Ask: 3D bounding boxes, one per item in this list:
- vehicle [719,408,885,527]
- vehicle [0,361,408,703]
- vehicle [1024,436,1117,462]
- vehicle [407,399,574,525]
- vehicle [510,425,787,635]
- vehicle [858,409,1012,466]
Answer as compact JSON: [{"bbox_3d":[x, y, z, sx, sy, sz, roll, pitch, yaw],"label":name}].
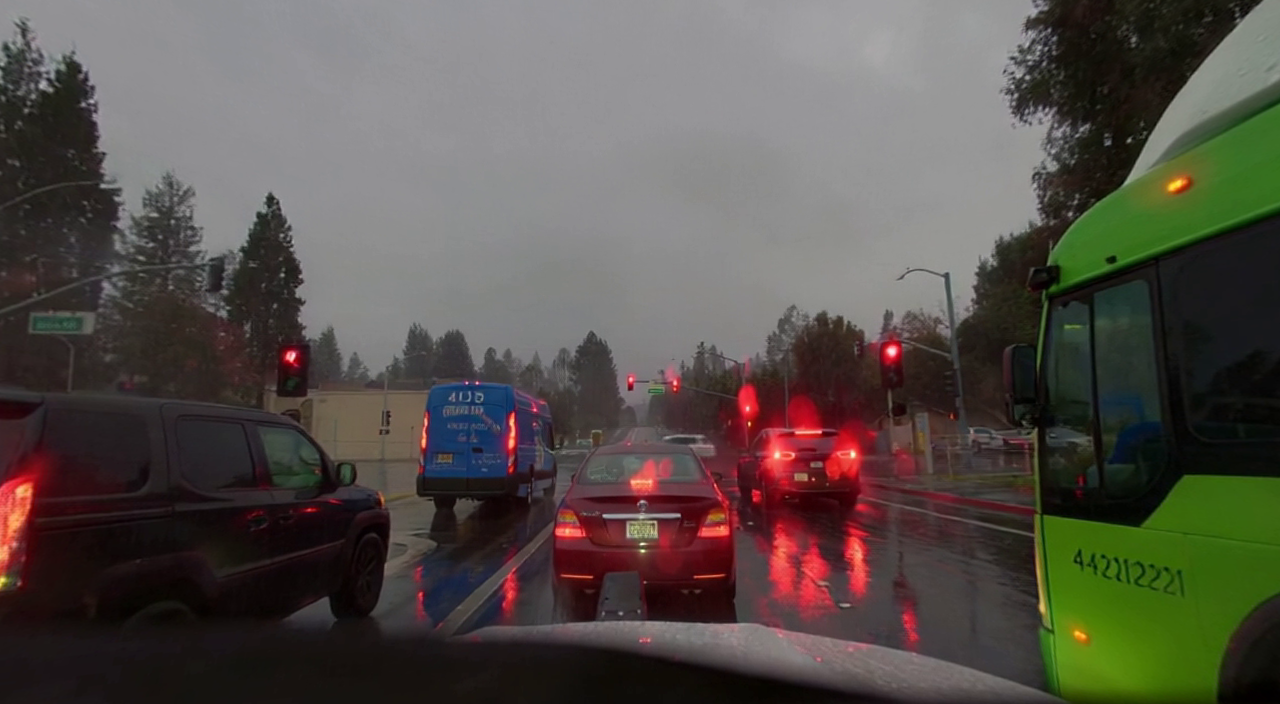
[{"bbox_3d":[3.143,2.403,13.678,2.143,2.036,5.367,0,-8,0],"label":"vehicle"},{"bbox_3d":[-3.419,1.178,4.625,1.921,1.701,3.989,0,-8,-1],"label":"vehicle"},{"bbox_3d":[25.832,5.831,38.005,4.229,1.489,1.794,0,-8,-1],"label":"vehicle"},{"bbox_3d":[-2.947,2.352,13.956,2.335,2.221,5.165,0,-8,1],"label":"vehicle"},{"bbox_3d":[0.055,1.550,6.412,1.976,1.485,3.624,0,-8,0],"label":"vehicle"},{"bbox_3d":[17.564,5.138,37.934,7.839,3.213,2.628,0,-9,-3],"label":"vehicle"}]
